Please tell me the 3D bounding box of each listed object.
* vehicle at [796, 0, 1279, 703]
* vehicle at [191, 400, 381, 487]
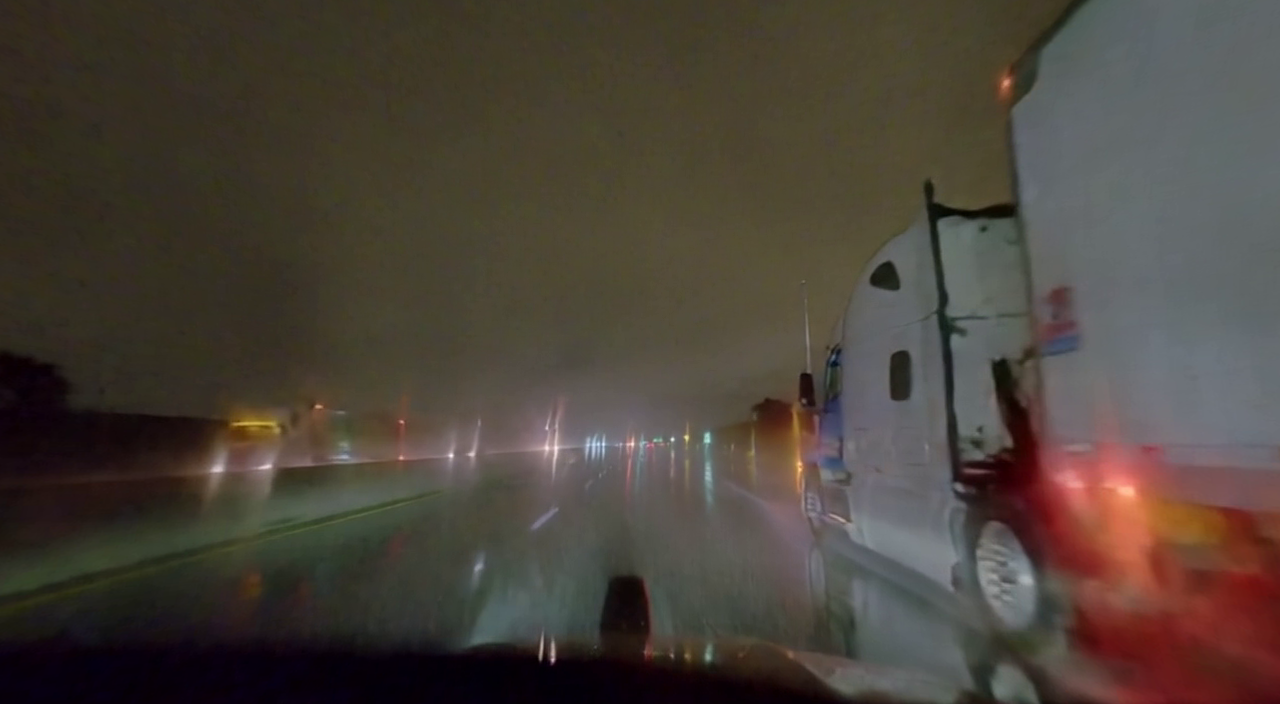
[{"bbox_3d":[3.747,0.109,5.524,3.079,3.852,6.223,0,-8,0],"label":"vehicle"},{"bbox_3d":[-19.628,5.338,36.773,2.919,4.097,14.005,0,-8,0],"label":"vehicle"}]
